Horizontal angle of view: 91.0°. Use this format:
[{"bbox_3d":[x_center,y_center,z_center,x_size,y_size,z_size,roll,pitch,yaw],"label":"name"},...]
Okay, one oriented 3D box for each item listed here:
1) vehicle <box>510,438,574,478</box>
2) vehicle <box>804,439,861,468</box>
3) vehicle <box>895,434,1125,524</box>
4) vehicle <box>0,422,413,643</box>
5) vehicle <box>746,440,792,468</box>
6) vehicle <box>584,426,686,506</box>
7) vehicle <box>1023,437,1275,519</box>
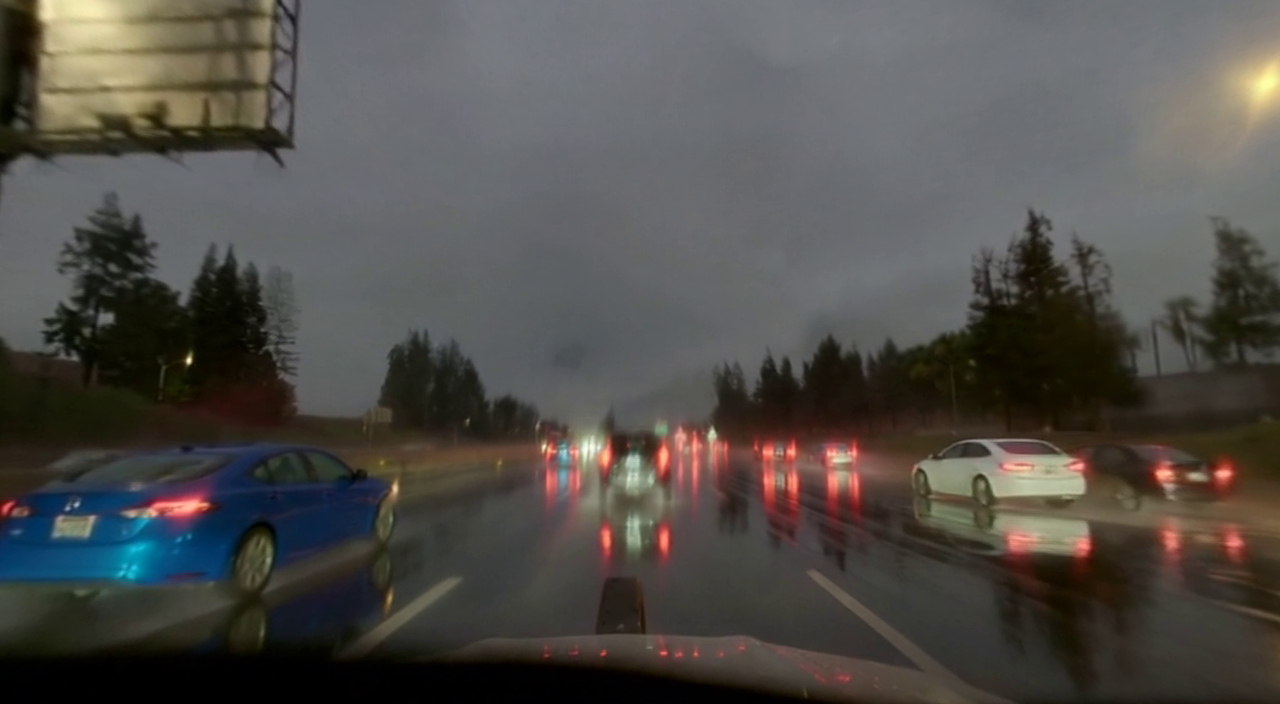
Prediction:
[{"bbox_3d":[-3.993,4.417,26.384,1.947,1.516,4.295,0,-9,1],"label":"vehicle"},{"bbox_3d":[11.592,6.127,38.262,1.992,1.625,4.359,1,-9,-1],"label":"vehicle"},{"bbox_3d":[7.375,2.561,13.277,2.049,1.521,4.604,0,-9,0],"label":"vehicle"},{"bbox_3d":[-4.178,1.566,6.563,1.974,1.478,4.412,0,-9,0],"label":"vehicle"},{"bbox_3d":[7.493,5.947,36.765,1.880,1.526,3.641,1,-9,0],"label":"vehicle"},{"bbox_3d":[-0.083,2.775,15.647,2.181,1.697,4.021,0,-9,1],"label":"vehicle"},{"bbox_3d":[11.035,2.730,14.209,2.008,1.516,4.385,0,-9,0],"label":"vehicle"}]
